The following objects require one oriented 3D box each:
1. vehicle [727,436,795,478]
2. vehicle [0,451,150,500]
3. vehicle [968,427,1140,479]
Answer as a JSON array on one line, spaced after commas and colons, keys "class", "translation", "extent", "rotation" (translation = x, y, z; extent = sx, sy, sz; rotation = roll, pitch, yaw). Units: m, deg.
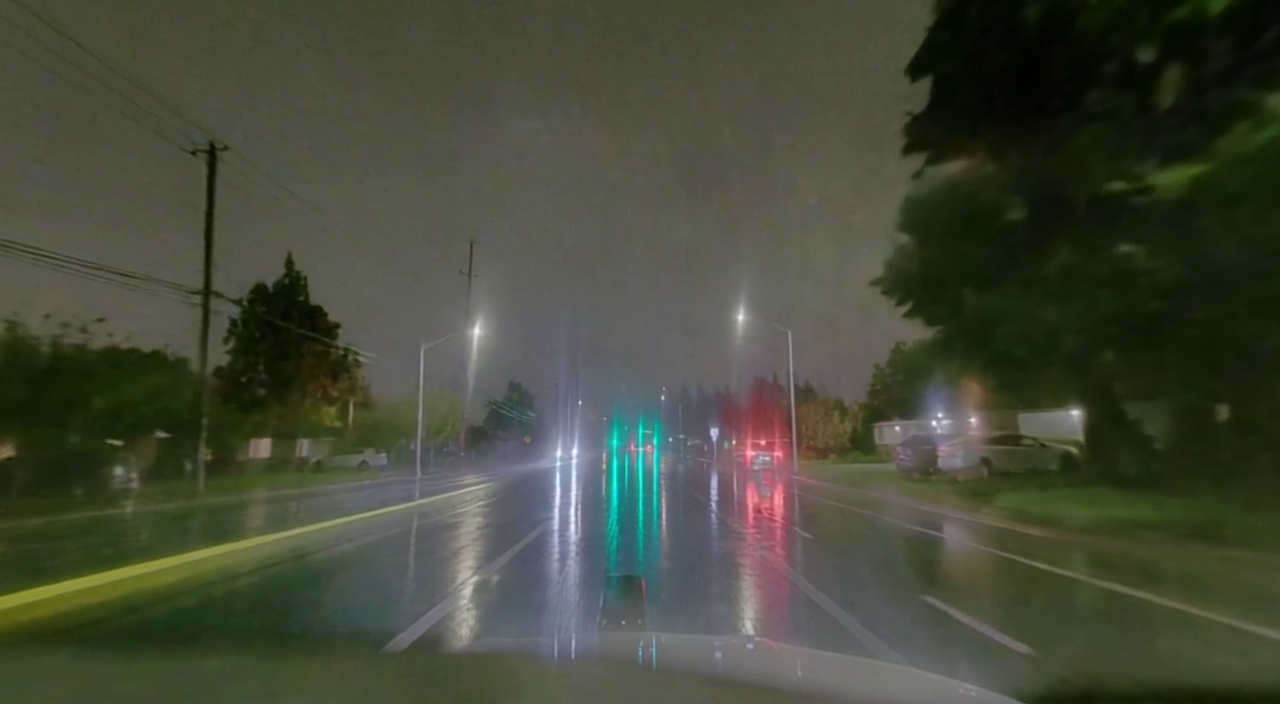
[{"class": "vehicle", "translation": [5.595, 4.926, 29.692], "extent": [2.114, 1.799, 4.960], "rotation": [0, -9, -1]}, {"class": "vehicle", "translation": [-19.061, 3.998, 20.487], "extent": [4.500, 1.482, 1.916], "rotation": [0, -9, 2]}, {"class": "vehicle", "translation": [13.960, 3.416, 21.378], "extent": [4.399, 1.663, 1.970], "rotation": [0, -8, 0]}]
